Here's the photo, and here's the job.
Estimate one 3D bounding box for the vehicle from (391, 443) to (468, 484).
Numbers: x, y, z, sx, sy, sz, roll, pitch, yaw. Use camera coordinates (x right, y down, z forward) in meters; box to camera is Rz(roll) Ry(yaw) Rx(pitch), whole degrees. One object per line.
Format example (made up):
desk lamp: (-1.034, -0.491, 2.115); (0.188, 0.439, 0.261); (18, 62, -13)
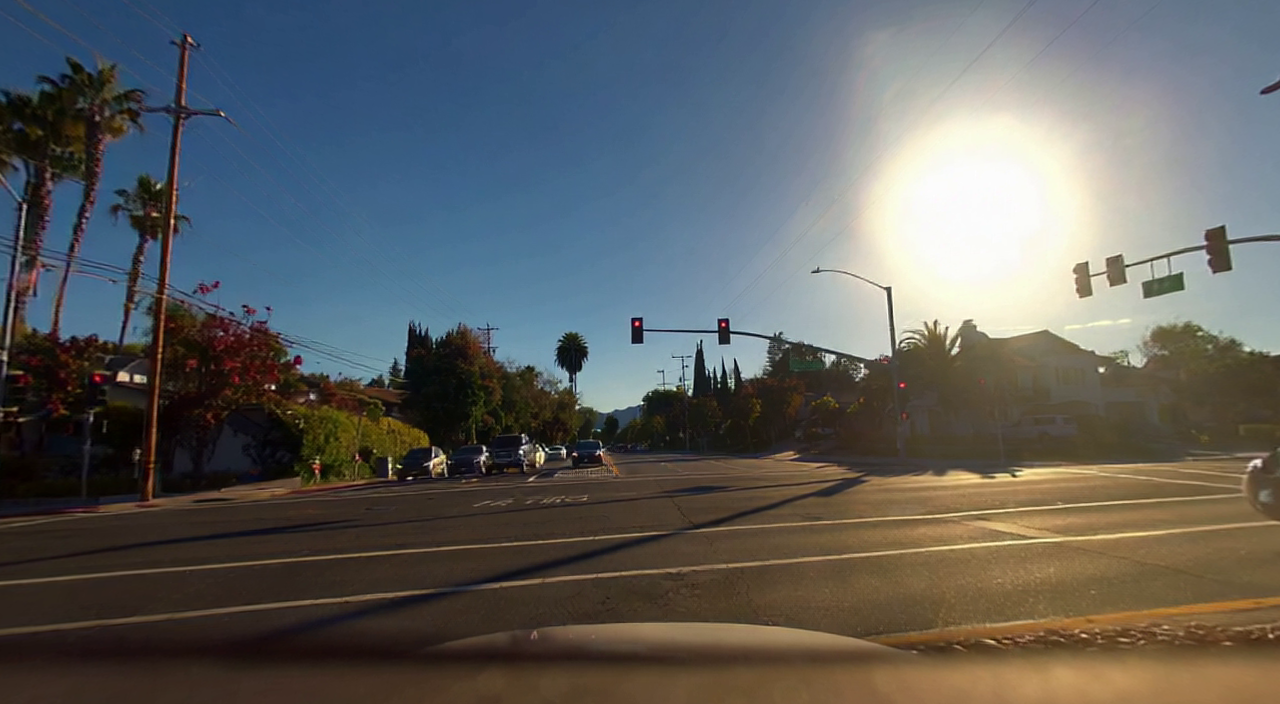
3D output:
vehicle: (-10.173, 5.390, 30.983); (2.241, 1.819, 4.690); (0, -9, -1)

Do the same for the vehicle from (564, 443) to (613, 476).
vehicle: (-2.419, 5.215, 30.925); (2.174, 1.477, 4.805); (0, -9, -2)

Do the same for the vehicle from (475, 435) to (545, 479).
vehicle: (-6.400, 5.226, 31.763); (2.479, 1.977, 5.254); (0, -9, -1)
